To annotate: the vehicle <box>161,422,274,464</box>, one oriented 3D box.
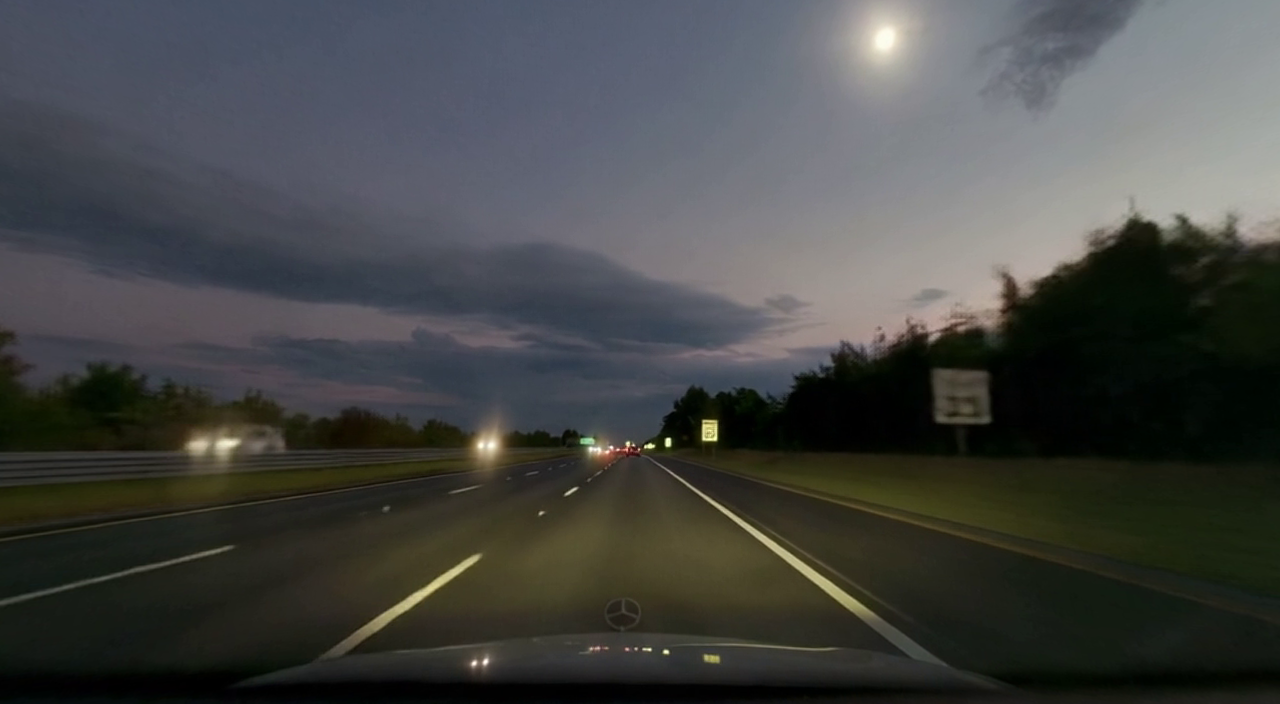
[{"bbox_3d":[-19.226,4.199,29.009,1.984,1.749,4.632,0,-9,-1],"label":"vehicle"}]
